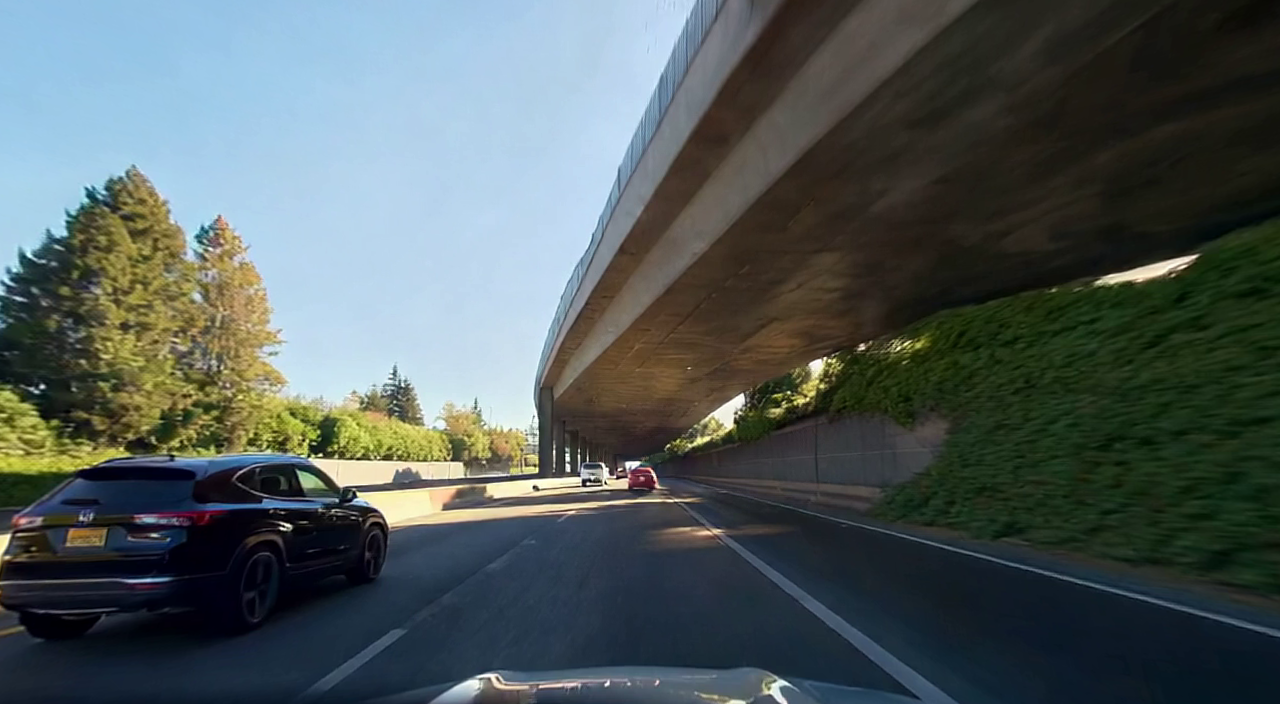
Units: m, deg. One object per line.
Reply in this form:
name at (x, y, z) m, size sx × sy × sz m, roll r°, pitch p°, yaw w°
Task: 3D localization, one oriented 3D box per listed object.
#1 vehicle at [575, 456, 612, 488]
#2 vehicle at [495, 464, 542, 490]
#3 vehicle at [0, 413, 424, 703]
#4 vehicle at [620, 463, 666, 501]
vehicle at (-3.574, 9.333, 49.051) m, size 2.400 × 2.264 × 4.778 m, roll 1°, pitch -11°, yaw 1°
vehicle at (-7.511, 7.803, 39.451) m, size 1.996 × 1.512 × 4.712 m, roll 1°, pitch -11°, yaw 0°
vehicle at (-3.765, 1.478, 5.354) m, size 2.102 × 1.521 × 4.687 m, roll 1°, pitch -11°, yaw 1°
vehicle at (0.133, 6.095, 29.708) m, size 1.992 × 1.601 × 3.762 m, roll 1°, pitch -11°, yaw 0°
